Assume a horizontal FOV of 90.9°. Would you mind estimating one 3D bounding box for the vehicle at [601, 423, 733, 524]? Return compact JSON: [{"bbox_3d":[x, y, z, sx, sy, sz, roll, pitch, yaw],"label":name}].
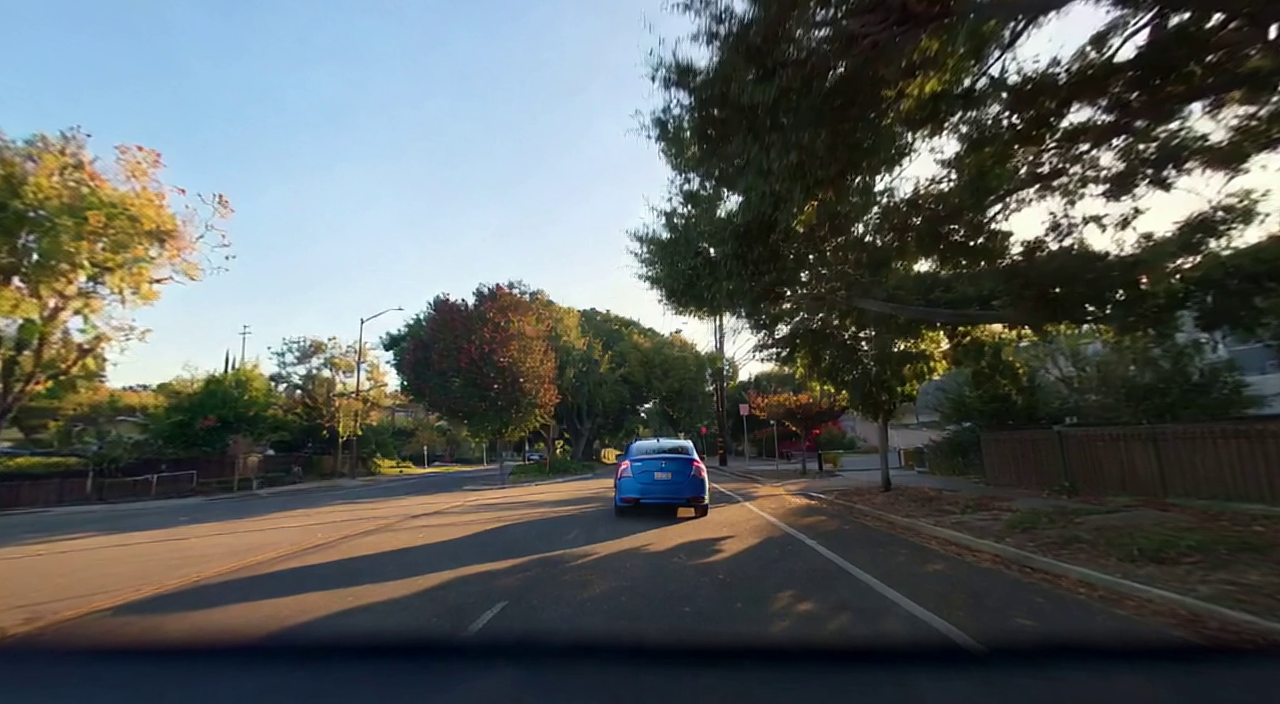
[{"bbox_3d":[0.449,2.340,12.620,2.200,1.653,4.127,0,-8,0],"label":"vehicle"}]
